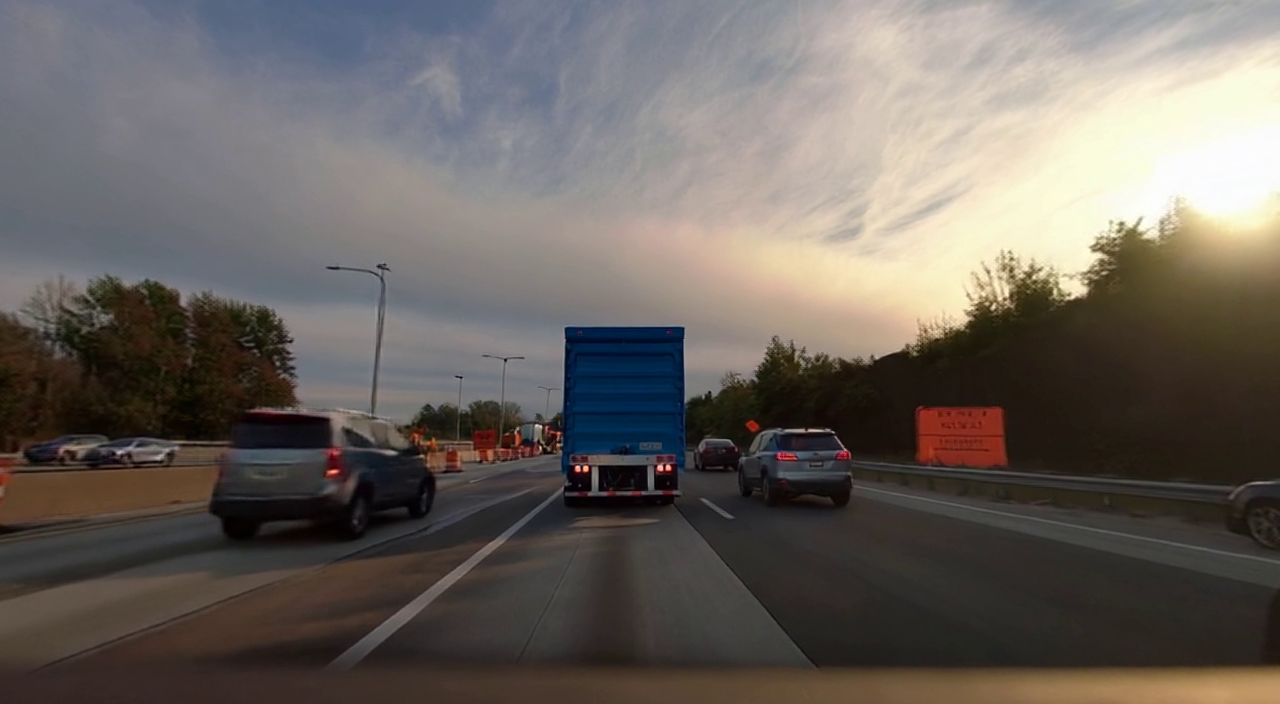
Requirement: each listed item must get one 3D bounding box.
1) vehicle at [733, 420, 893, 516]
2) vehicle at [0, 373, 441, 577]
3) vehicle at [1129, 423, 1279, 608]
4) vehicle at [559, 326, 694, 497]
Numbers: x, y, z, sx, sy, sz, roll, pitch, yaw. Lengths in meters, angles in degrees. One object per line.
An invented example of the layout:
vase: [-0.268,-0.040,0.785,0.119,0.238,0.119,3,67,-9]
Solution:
vehicle: [3.420,2.408,13.473,2.103,1.713,4.173,1,-9,-2]
vehicle: [-5.119,1.626,9.152,2.421,1.965,5.980,0,-8,1]
vehicle: [6.905,1.339,4.799,2.070,1.632,4.774,2,-9,-9]
vehicle: [-0.462,2.093,19.601,3.067,3.940,10.154,1,-9,-2]
